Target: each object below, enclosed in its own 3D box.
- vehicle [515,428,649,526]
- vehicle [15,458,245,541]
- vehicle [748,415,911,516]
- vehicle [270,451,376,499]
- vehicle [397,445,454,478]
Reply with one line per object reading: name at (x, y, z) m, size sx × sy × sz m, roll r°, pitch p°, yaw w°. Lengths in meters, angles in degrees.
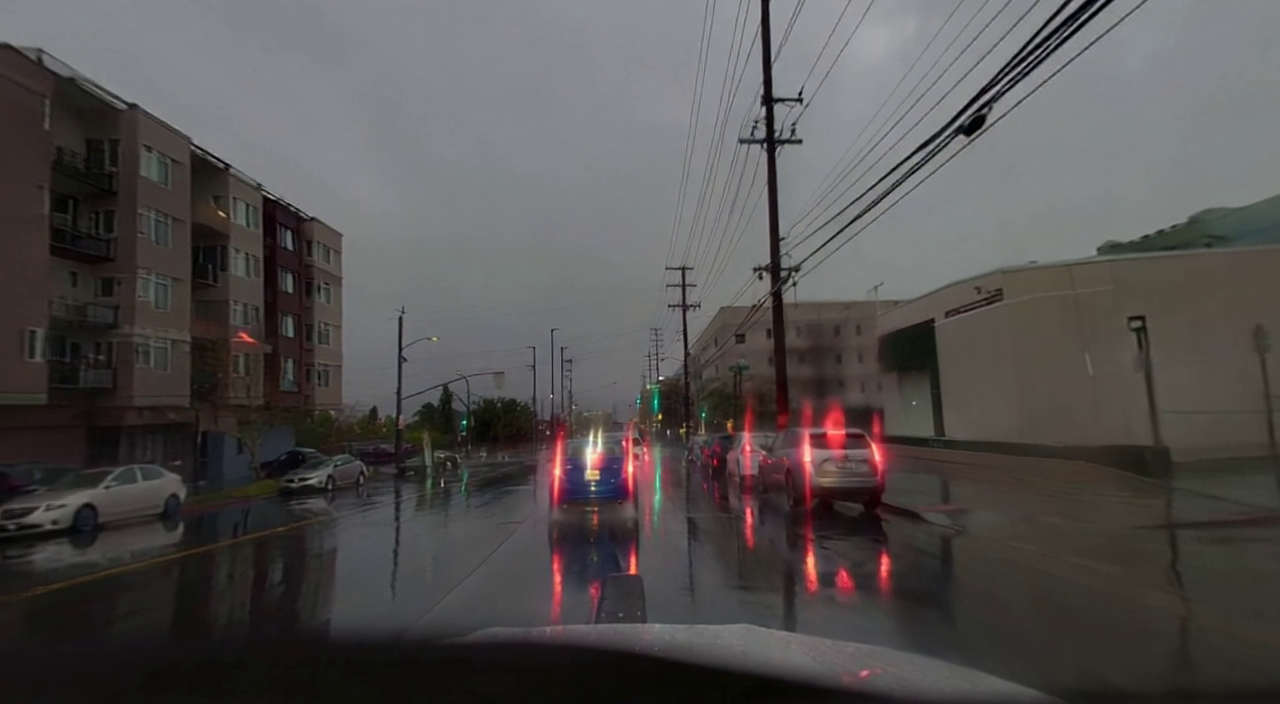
vehicle at (-0.901, 2.230, 11.896) m, size 2.019 × 1.453 × 4.603 m, roll 0°, pitch -8°, yaw -1°
vehicle at (-12.061, 3.448, 15.487) m, size 1.850 × 1.487 × 4.711 m, roll -3°, pitch -8°, yaw -1°
vehicle at (3.666, 2.298, 13.215) m, size 1.967 × 1.721 × 4.410 m, roll 0°, pitch -8°, yaw -1°
vehicle at (-12.140, 4.680, 24.501) m, size 1.868 × 1.491 × 4.367 m, roll -5°, pitch -8°, yaw 0°
vehicle at (-12.256, 6.250, 36.409) m, size 2.011 × 1.687 × 4.079 m, roll -3°, pitch -8°, yaw -2°
